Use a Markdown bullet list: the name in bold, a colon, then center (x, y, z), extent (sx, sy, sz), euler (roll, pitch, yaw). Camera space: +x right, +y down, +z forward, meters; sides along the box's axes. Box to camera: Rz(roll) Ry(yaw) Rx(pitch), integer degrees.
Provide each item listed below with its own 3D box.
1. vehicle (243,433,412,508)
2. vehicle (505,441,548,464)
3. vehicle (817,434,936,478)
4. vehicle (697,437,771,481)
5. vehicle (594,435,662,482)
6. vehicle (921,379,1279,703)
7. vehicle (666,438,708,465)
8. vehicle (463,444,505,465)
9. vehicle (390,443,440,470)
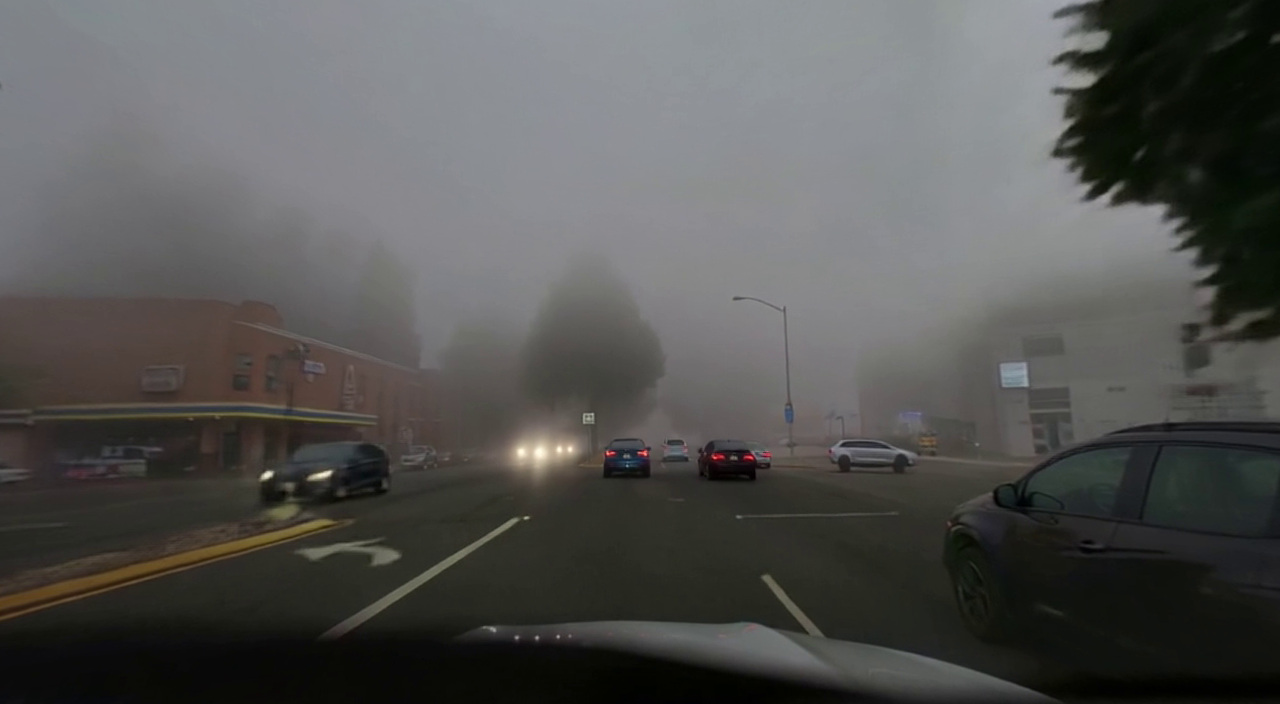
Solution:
- **vehicle**: center (-7.538, 2.879, 15.835), extent (2.085, 1.610, 4.085), euler (0, -8, 1)
- **vehicle**: center (-8.137, 7.219, 45.697), extent (2.240, 1.550, 4.760), euler (0, -8, 0)
- **vehicle**: center (9.938, 4.416, 27.012), extent (4.464, 1.755, 2.236), euler (-2, -9, 14)
- **vehicle**: center (3.413, 3.980, 23.854), extent (2.060, 1.471, 4.168), euler (0, -8, -1)
- **vehicle**: center (-0.421, 3.799, 22.884), extent (2.232, 1.508, 4.319), euler (0, -8, -1)
- **vehicle**: center (3.206, 0.895, 2.477), extent (2.097, 1.502, 4.470), euler (0, -8, -1)
- **vehicle**: center (2.792, 6.022, 38.508), extent (2.098, 1.527, 3.966), euler (0, -8, -2)
- **vehicle**: center (-11.654, 7.663, 47.504), extent (1.915, 1.473, 4.573), euler (0, -8, 1)
- **vehicle**: center (-15.663, 7.287, 44.355), extent (1.979, 1.819, 4.308), euler (0, -8, -1)
